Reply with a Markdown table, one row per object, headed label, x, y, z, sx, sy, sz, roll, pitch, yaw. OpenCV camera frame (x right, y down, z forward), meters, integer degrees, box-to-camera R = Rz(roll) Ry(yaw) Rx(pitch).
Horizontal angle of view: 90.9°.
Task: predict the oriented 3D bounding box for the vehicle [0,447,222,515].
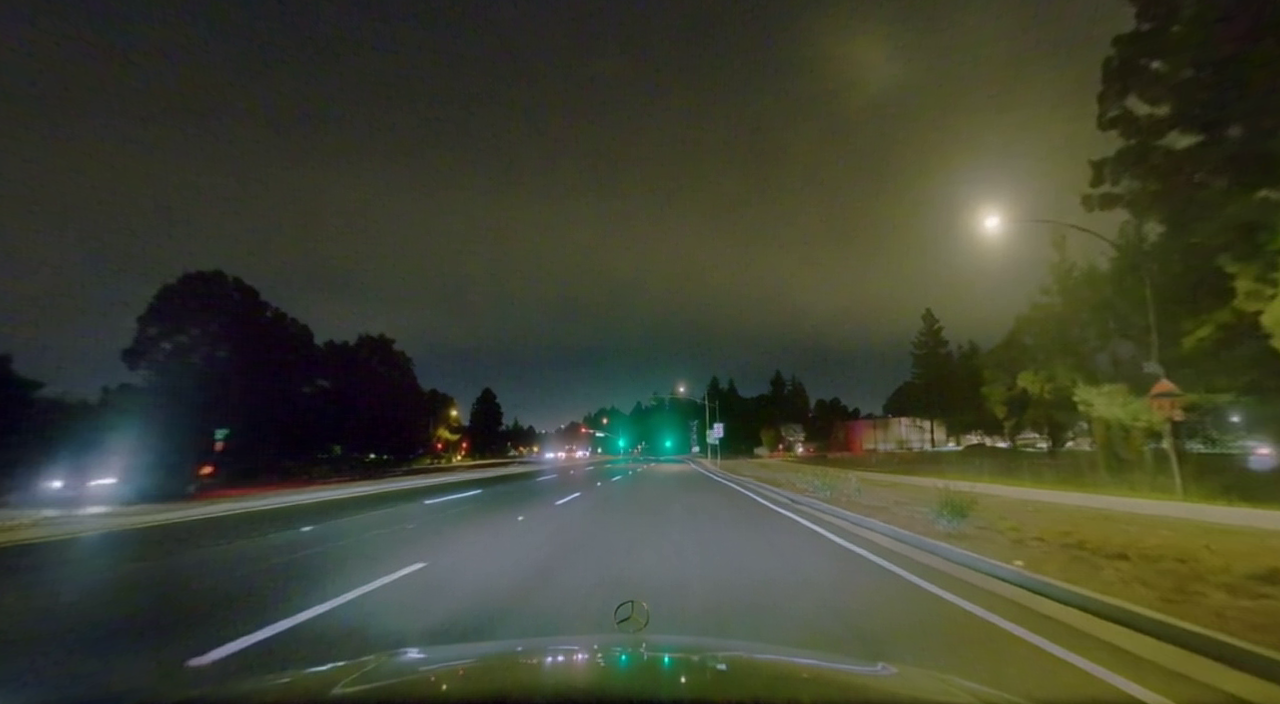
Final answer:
| label | x | y | z | sx | sy | sz | roll | pitch | yaw |
| --- | --- | --- | --- | --- | --- | --- | --- | --- | --- |
| vehicle | -13.430 | 3.175 | 16.126 | 2.240 | 1.452 | 4.518 | 0 | -8 | 3 |
